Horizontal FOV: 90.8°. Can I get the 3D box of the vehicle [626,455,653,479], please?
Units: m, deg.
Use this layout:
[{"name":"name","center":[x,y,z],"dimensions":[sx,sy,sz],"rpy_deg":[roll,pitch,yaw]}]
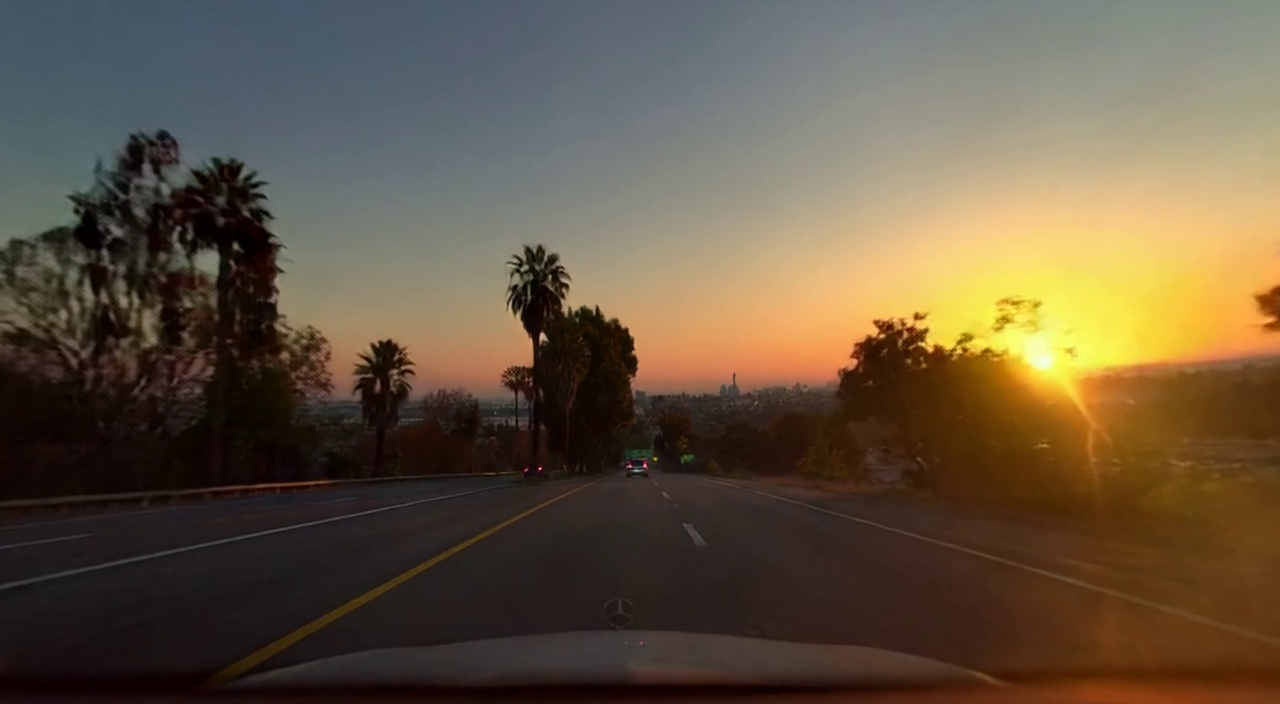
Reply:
[{"name":"vehicle","center":[-0.096,9.003,49.679],"dimensions":[2.001,1.688,4.128],"rpy_deg":[0,-9,-2]}]
